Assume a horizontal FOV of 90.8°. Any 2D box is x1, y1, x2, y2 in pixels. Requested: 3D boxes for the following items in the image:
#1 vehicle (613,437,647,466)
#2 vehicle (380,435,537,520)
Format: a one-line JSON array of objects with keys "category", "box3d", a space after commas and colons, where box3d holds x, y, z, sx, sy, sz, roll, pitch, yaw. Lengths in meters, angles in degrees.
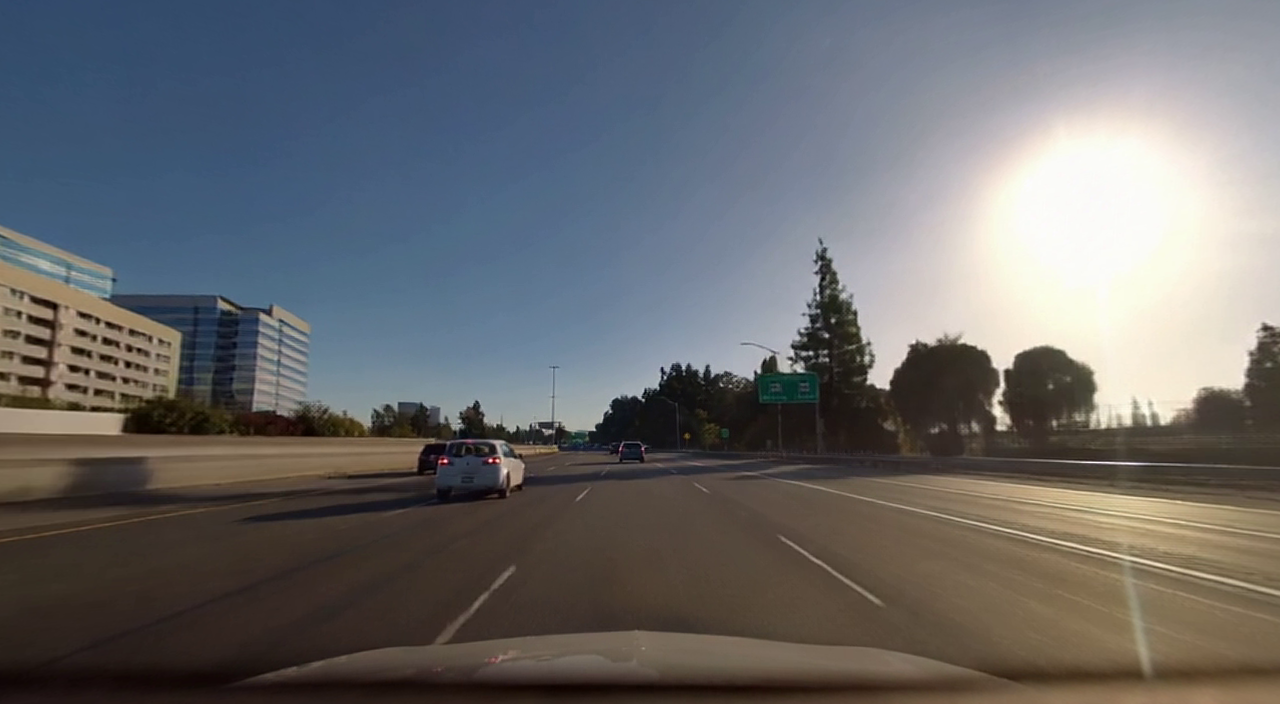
[{"category": "vehicle", "box3d": [-0.734, 6.956, 44.355, 2.269, 1.924, 4.596, 0, -8, -1]}, {"category": "vehicle", "box3d": [-3.810, 2.713, 14.370, 2.140, 1.574, 4.946, 0, -8, 0]}]
